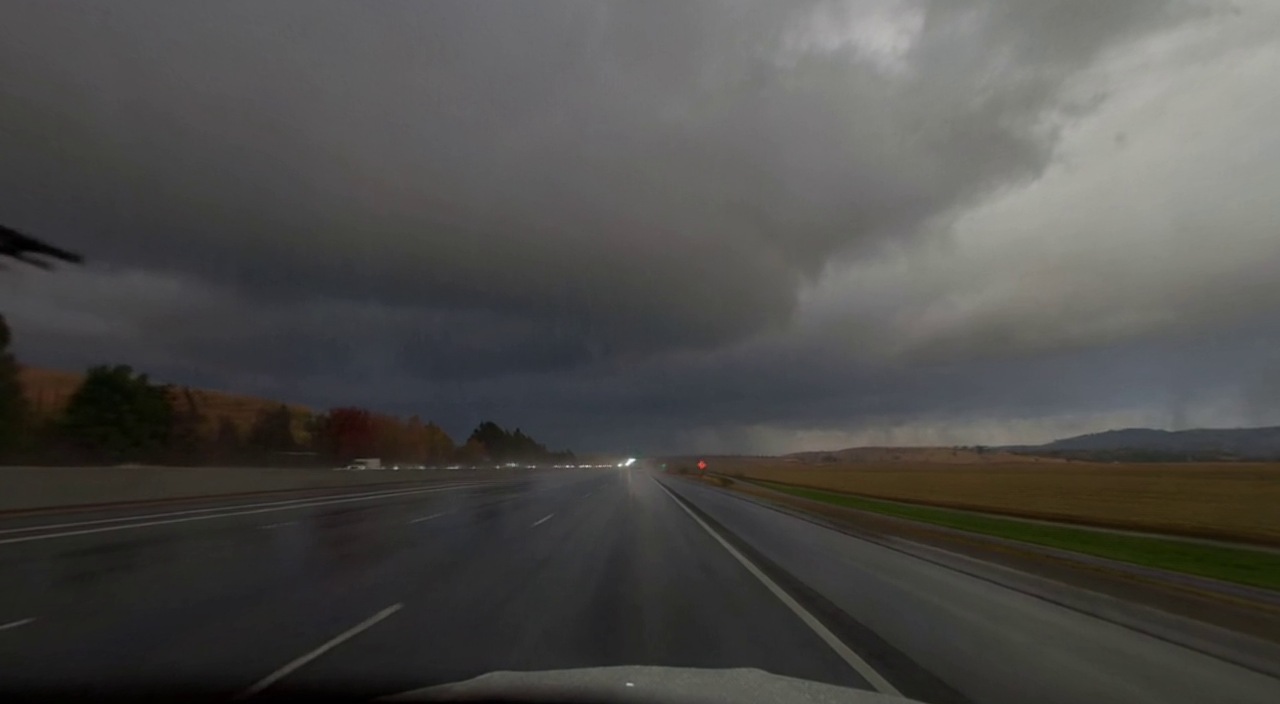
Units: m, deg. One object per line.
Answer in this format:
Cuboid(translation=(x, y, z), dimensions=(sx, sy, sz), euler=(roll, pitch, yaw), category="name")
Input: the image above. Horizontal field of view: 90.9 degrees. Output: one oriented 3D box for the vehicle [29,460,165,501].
Cuboid(translation=(-23.287, 5.500, 27.286), dimensions=(1.916, 1.576, 4.365), euler=(1, -10, 1), category="vehicle")
